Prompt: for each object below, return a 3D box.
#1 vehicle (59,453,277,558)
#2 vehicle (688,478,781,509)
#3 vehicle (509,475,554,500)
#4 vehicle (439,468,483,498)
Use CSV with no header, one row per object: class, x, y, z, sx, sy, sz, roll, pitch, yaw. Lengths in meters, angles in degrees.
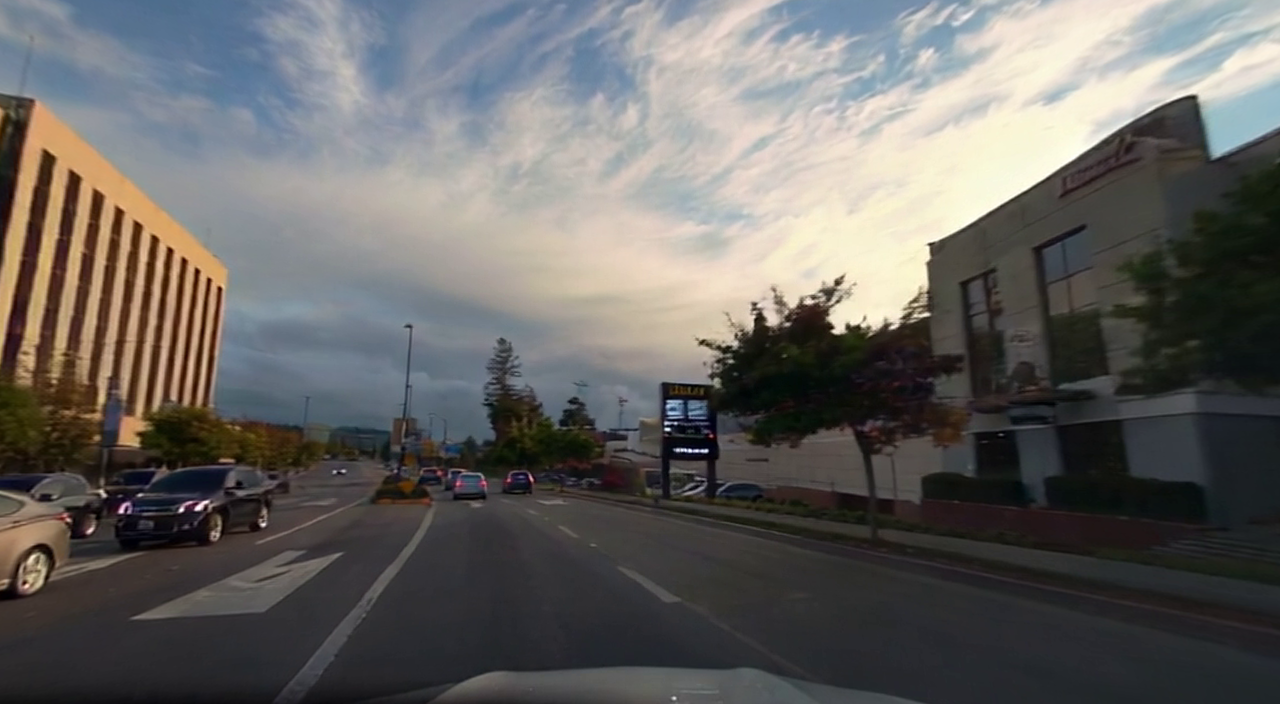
vehicle,-9.252,3.011,12.908,2.011,1.701,4.519,4,-11,-17
vehicle,4.758,7.190,31.917,4.302,1.456,1.832,2,-11,-10
vehicle,-5.662,6.992,32.563,1.775,1.186,2.933,4,-11,-19
vehicle,-9.790,7.121,34.243,2.005,1.498,3.643,4,-11,-19
